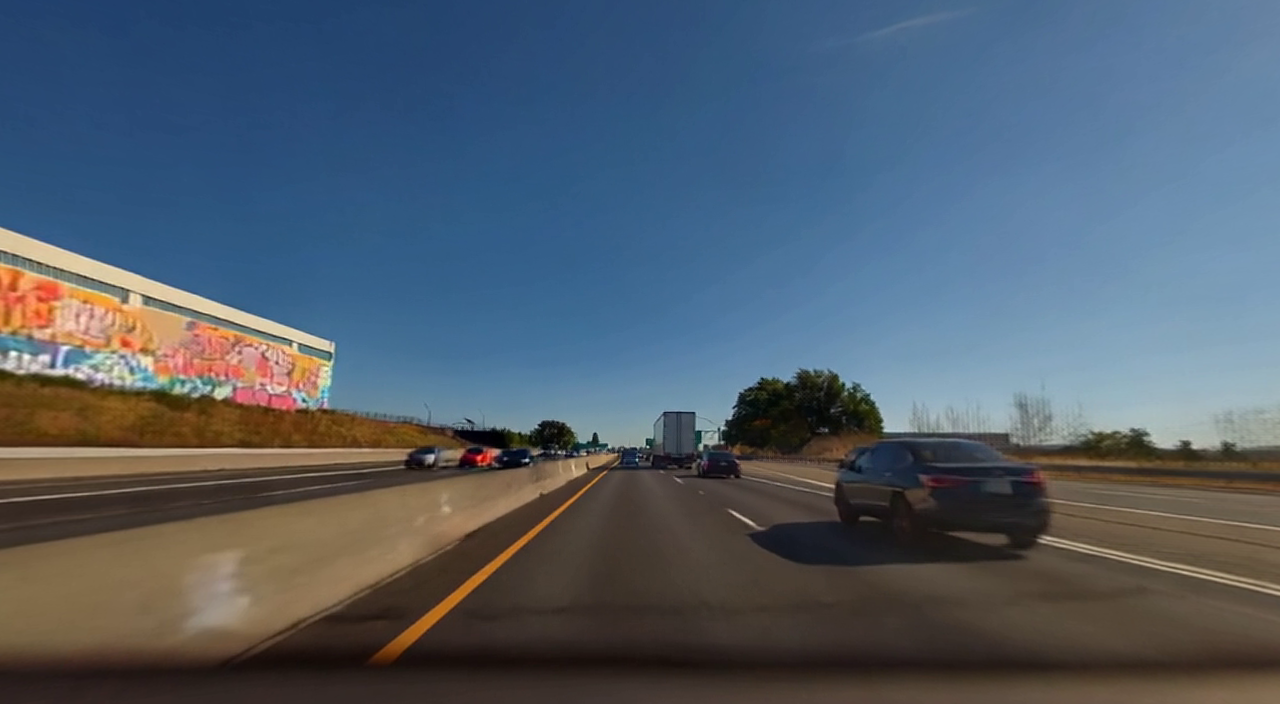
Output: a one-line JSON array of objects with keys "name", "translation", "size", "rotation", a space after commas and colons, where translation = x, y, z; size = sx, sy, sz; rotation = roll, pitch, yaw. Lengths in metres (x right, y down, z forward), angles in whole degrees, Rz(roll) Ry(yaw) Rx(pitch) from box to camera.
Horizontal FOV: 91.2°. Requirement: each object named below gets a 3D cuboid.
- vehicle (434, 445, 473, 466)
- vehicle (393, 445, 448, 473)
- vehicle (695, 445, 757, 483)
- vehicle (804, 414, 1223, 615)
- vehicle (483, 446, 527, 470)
[{"name": "vehicle", "translation": [-14.790, 8.220, 49.831], "size": [1.945, 1.594, 4.017], "rotation": [0, -9, -1]}, {"name": "vehicle", "translation": [-12.593, 6.165, 36.205], "size": [1.806, 1.481, 3.966], "rotation": [0, -9, 0]}, {"name": "vehicle", "translation": [3.797, 5.041, 28.520], "size": [2.085, 1.588, 4.436], "rotation": [0, -9, -2]}, {"name": "vehicle", "translation": [3.643, 1.672, 7.471], "size": [2.045, 1.605, 4.674], "rotation": [0, -9, -1]}, {"name": "vehicle", "translation": [-8.775, 6.951, 41.178], "size": [1.895, 1.483, 4.494], "rotation": [0, -9, 0]}]
